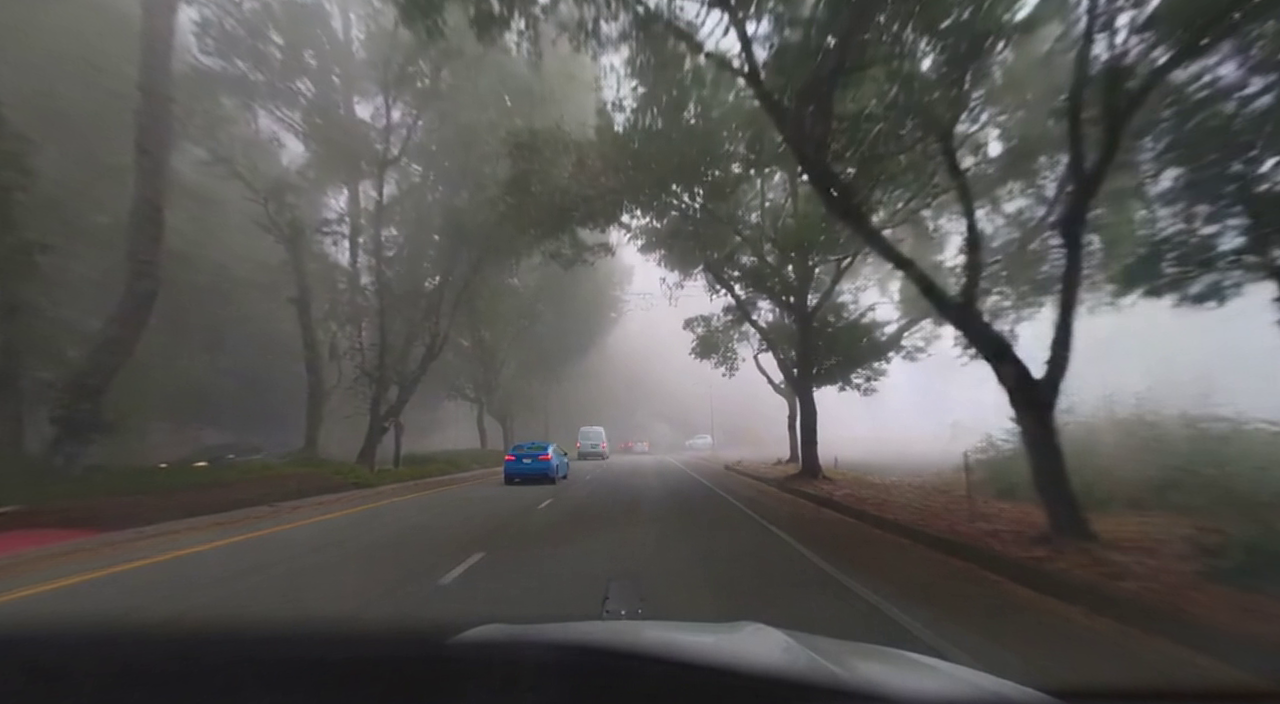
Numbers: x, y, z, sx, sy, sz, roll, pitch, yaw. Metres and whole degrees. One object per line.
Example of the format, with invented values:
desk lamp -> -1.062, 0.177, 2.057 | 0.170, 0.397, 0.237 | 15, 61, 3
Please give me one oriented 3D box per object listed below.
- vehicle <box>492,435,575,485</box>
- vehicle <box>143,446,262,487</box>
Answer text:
vehicle -> -3.418, 3.540, 21.015 | 2.009, 1.473, 4.028 | 0, -8, 1
vehicle -> -19.164, 4.992, 27.989 | 1.965, 1.636, 4.561 | 0, -8, 1
